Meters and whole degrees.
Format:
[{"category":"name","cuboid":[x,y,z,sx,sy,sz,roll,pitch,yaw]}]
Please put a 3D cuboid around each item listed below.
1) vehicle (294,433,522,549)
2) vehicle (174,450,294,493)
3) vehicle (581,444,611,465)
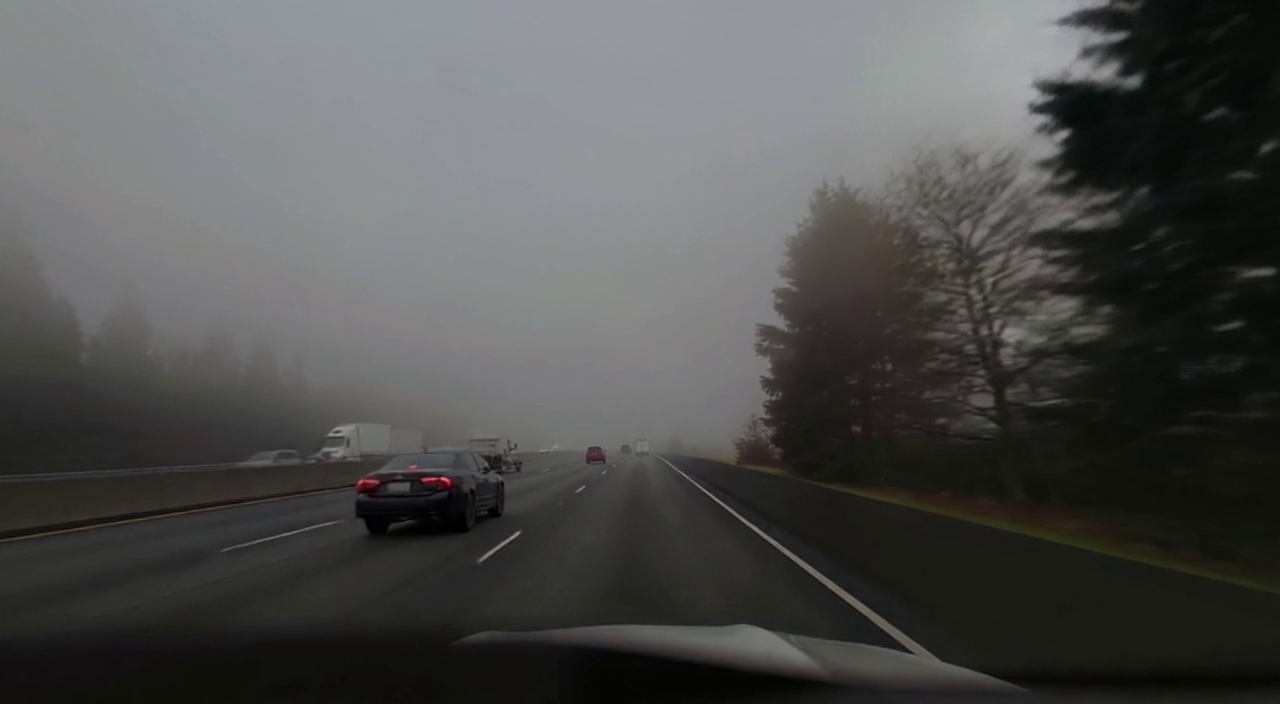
[{"category":"vehicle","cuboid":[-3.444,2.160,10.467,2.110,1.500,4.259,0,-9,1]},{"category":"vehicle","cuboid":[-14.984,4.396,23.562,1.881,1.404,3.891,0,-9,0]},{"category":"vehicle","cuboid":[-3.282,7.726,47.703,1.954,1.541,4.079,0,-9,0]}]
